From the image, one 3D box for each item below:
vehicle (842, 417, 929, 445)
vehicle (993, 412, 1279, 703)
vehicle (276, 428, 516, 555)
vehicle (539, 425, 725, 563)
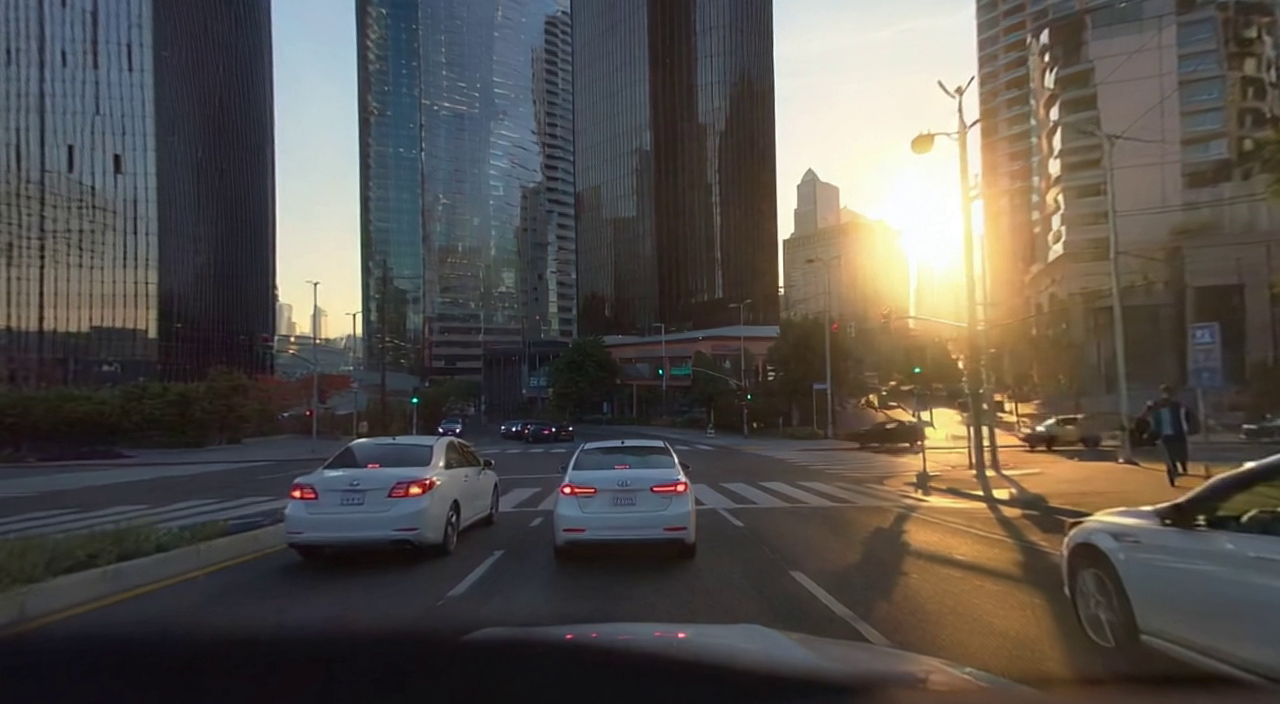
[{"bbox_3d":[17.195,5.621,44.479,5.201,1.894,2.178,1,-8,-5],"label":"vehicle"},{"bbox_3d":[3.048,0.835,1.481,1.915,1.434,4.175,0,-8,-2],"label":"vehicle"},{"bbox_3d":[-3.328,1.986,9.814,1.995,1.479,4.627,0,-8,-2],"label":"vehicle"},{"bbox_3d":[-0.154,1.826,8.842,2.016,1.478,3.795,0,-8,-2],"label":"vehicle"}]
